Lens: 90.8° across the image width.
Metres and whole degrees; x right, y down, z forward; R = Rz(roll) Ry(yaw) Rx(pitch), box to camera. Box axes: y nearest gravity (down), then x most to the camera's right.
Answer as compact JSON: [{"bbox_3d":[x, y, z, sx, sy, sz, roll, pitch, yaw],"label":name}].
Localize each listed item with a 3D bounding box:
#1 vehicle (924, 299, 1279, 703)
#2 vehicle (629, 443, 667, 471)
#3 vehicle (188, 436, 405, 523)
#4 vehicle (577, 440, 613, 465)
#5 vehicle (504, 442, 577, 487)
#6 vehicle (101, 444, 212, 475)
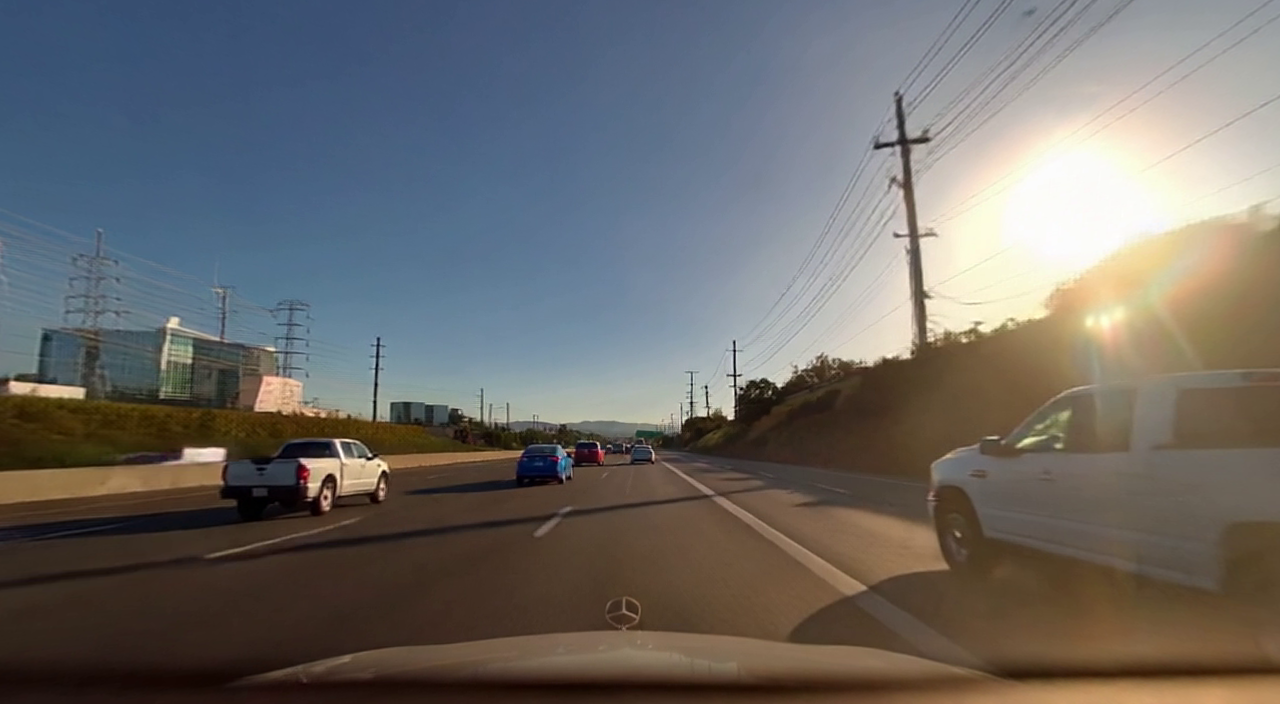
[{"bbox_3d":[4.014,0.848,3.693,2.231,1.919,5.086,0,-8,-1],"label":"vehicle"},{"bbox_3d":[0.447,5.902,35.705,2.030,1.471,4.115,0,-8,0],"label":"vehicle"},{"bbox_3d":[-6.911,2.593,13.481,1.959,1.496,4.740,0,-8,0],"label":"vehicle"},{"bbox_3d":[-3.239,7.320,46.250,2.244,1.752,4.439,0,-8,0],"label":"vehicle"},{"bbox_3d":[-3.518,4.041,23.054,1.938,1.444,4.206,0,-8,0],"label":"vehicle"},{"bbox_3d":[-30.005,6.662,39.532,2.281,1.762,5.839,0,-9,0],"label":"vehicle"}]
